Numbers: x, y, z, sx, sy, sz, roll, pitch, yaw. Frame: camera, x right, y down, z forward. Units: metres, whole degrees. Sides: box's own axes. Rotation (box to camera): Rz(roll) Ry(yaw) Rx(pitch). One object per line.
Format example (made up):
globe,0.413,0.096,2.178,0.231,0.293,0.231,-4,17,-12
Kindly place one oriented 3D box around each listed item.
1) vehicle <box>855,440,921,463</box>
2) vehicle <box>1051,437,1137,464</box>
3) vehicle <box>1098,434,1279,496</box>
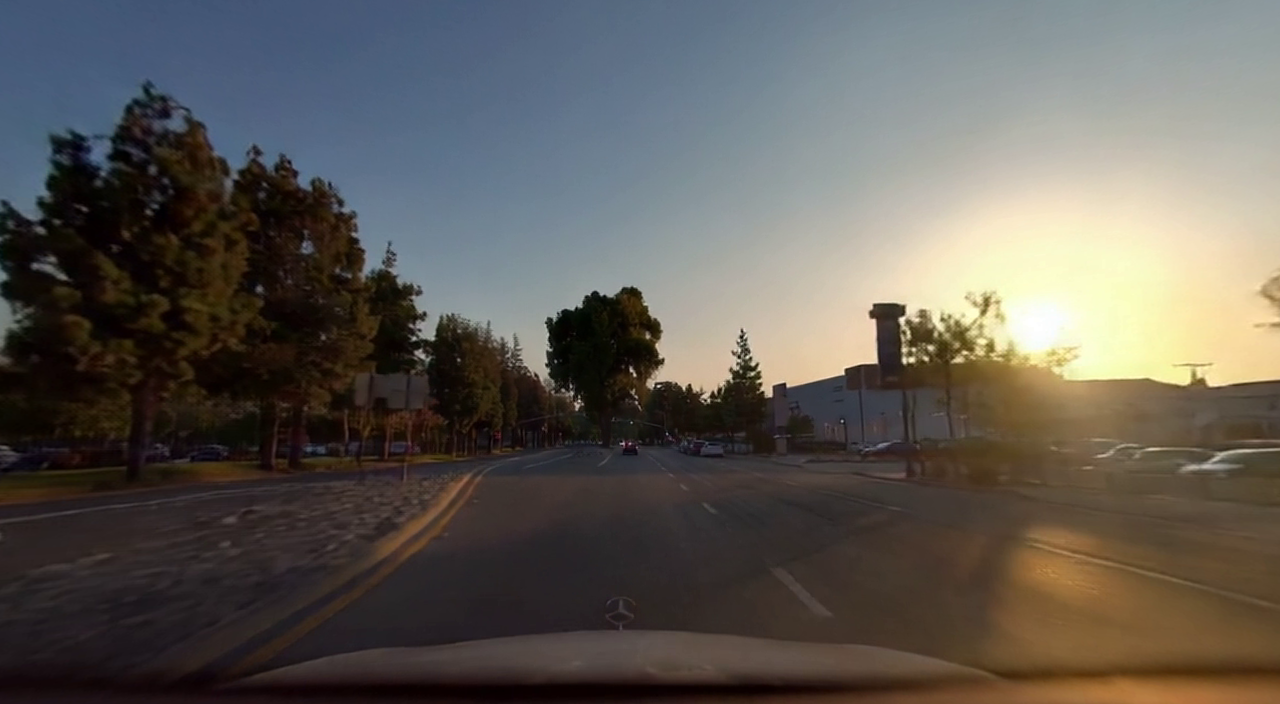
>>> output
vehicle,17.580,7.061,44.870,3.923,1.575,1.882,2,-10,-13
vehicle,30.741,6.649,42.830,4.454,1.778,2.070,2,-8,-10
vehicle,16.661,3.290,18.882,1.966,1.583,4.568,2,-8,-11
